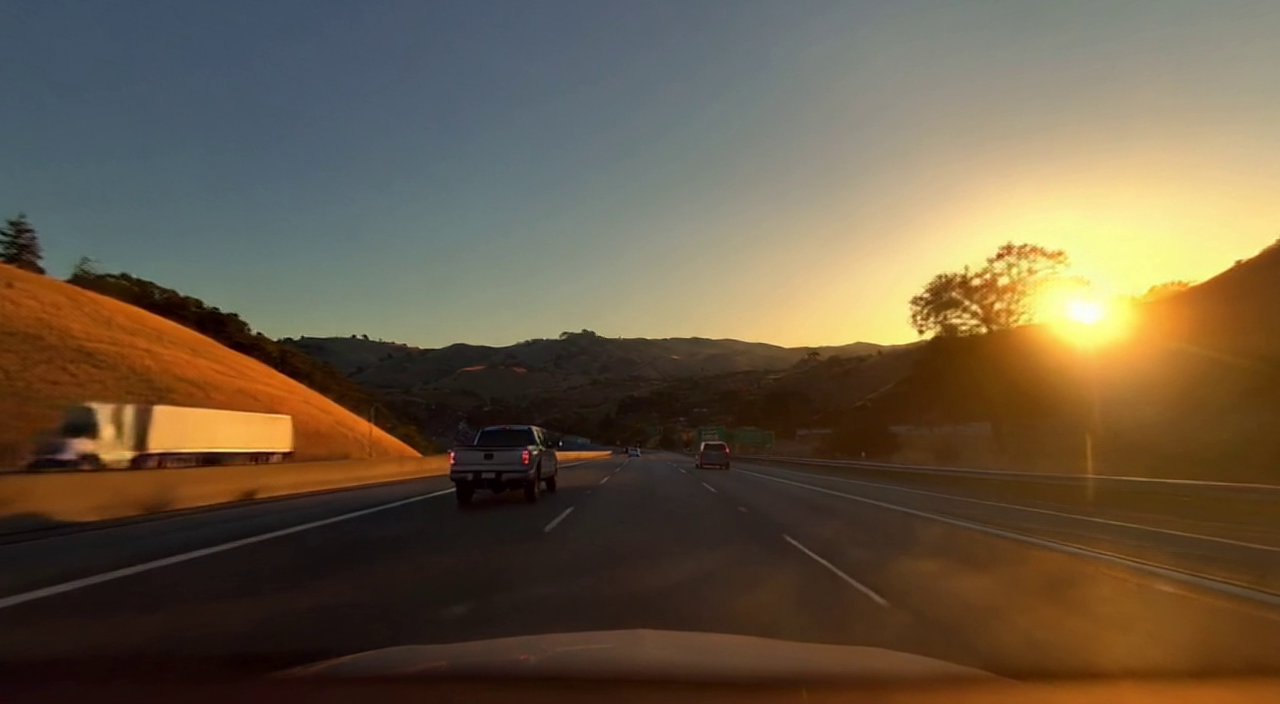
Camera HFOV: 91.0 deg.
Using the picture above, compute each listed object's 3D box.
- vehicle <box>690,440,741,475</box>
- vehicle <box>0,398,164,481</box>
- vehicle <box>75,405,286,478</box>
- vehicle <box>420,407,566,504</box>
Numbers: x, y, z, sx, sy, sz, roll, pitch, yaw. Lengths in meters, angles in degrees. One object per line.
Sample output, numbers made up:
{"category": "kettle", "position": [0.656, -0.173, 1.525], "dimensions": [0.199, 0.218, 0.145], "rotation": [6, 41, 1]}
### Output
{"category": "vehicle", "position": [3.788, 5.379, 32.278], "dimensions": [2.095, 1.668, 4.135], "rotation": [0, -9, 1]}
{"category": "vehicle", "position": [-30.940, 4.881, 34.928], "dimensions": [3.036, 4.070, 6.933], "rotation": [0, -9, 4]}
{"category": "vehicle", "position": [-30.565, 6.266, 43.609], "dimensions": [2.928, 4.127, 14.720], "rotation": [0, -9, 3]}
{"category": "vehicle", "position": [-3.732, 2.858, 17.640], "dimensions": [2.496, 2.203, 6.317], "rotation": [0, -9, 1]}
